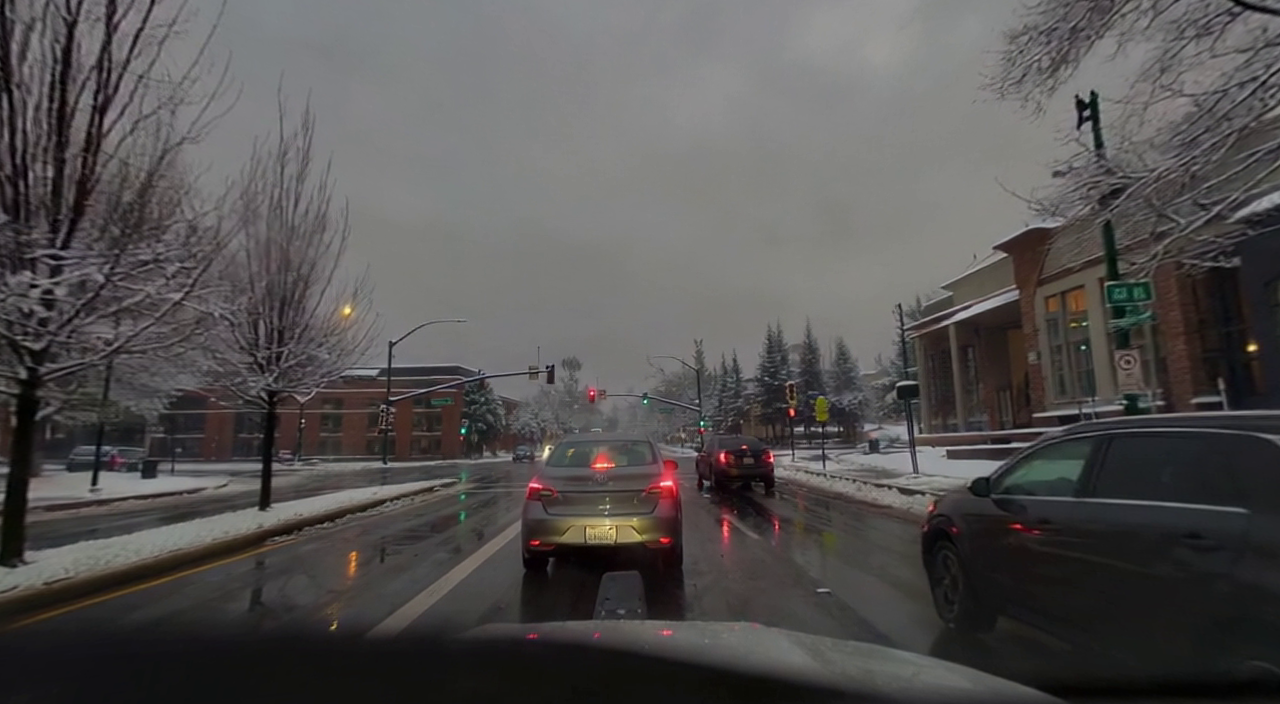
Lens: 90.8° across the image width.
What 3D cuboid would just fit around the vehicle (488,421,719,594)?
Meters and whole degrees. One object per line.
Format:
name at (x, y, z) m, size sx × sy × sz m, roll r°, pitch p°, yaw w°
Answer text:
vehicle at (-0.349, 1.632, 7.364) m, size 2.006 × 1.487 × 3.535 m, roll 0°, pitch -9°, yaw -1°

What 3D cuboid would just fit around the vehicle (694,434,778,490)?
vehicle at (2.906, 3.436, 20.065) m, size 1.874 × 1.556 × 4.116 m, roll 0°, pitch -9°, yaw -2°

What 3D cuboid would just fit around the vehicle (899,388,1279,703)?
vehicle at (3.162, 1.004, 3.114) m, size 1.910 × 1.474 × 4.263 m, roll 0°, pitch -9°, yaw -1°
